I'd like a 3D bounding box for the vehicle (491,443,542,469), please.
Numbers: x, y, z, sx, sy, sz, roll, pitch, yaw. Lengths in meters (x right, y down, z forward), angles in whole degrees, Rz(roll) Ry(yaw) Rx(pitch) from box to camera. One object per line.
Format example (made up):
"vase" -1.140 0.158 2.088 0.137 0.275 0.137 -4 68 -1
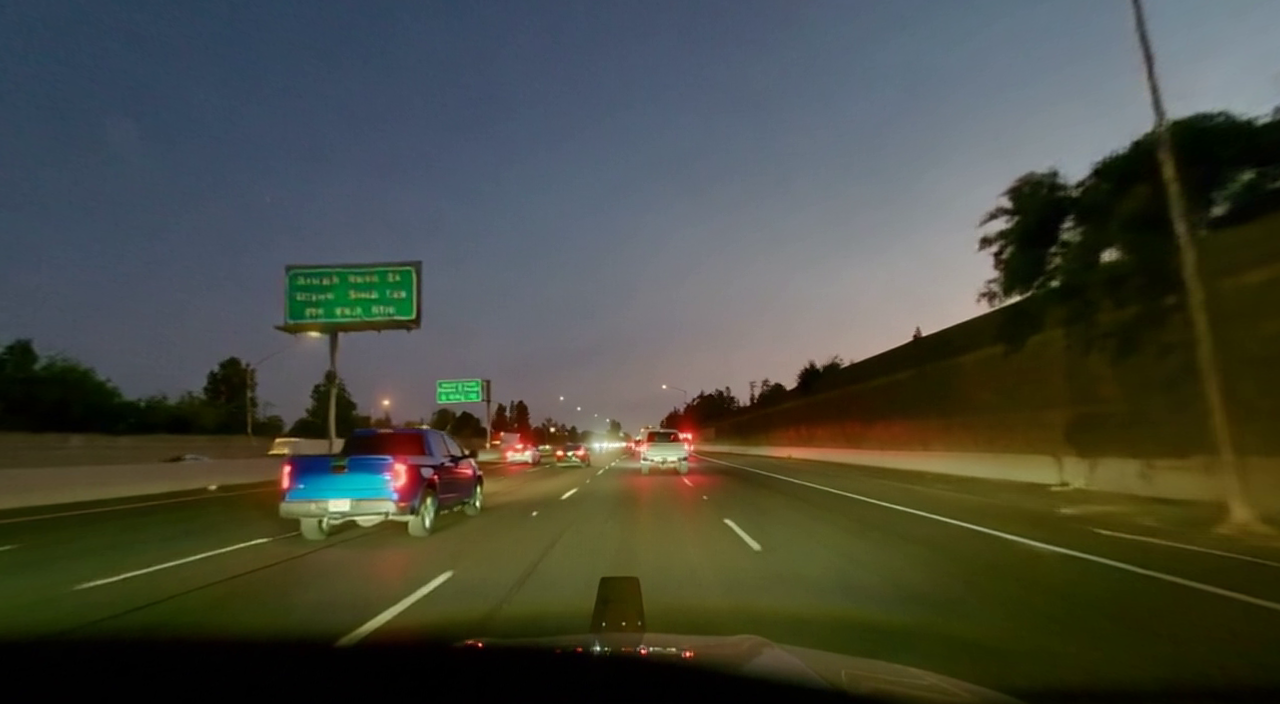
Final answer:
"vehicle" -7.526 6.391 38.912 2.081 1.463 4.749 0 -8 1

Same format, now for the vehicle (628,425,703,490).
"vehicle" 0.685 3.302 19.982 2.083 1.792 4.782 0 -8 0

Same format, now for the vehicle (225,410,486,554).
"vehicle" -4.238 2.029 10.628 1.954 1.792 5.187 0 -8 0

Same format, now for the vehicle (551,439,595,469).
"vehicle" -3.873 5.969 37.064 1.961 1.591 4.756 0 -8 1
